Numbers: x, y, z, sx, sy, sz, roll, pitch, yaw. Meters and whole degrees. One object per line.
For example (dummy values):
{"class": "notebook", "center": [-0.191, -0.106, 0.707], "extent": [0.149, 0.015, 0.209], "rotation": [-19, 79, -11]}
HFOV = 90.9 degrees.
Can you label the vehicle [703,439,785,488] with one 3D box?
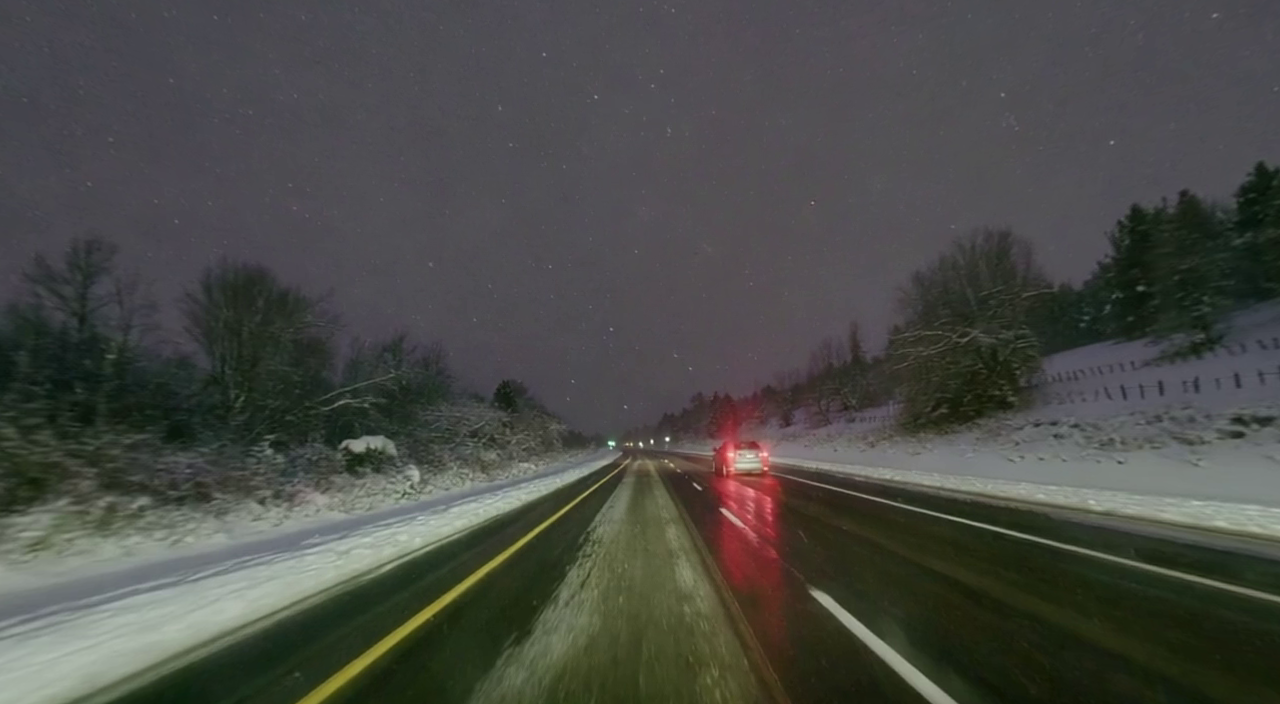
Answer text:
{"class": "vehicle", "center": [3.401, 3.734, 21.535], "extent": [2.003, 1.466, 4.441], "rotation": [0, -8, -1]}
